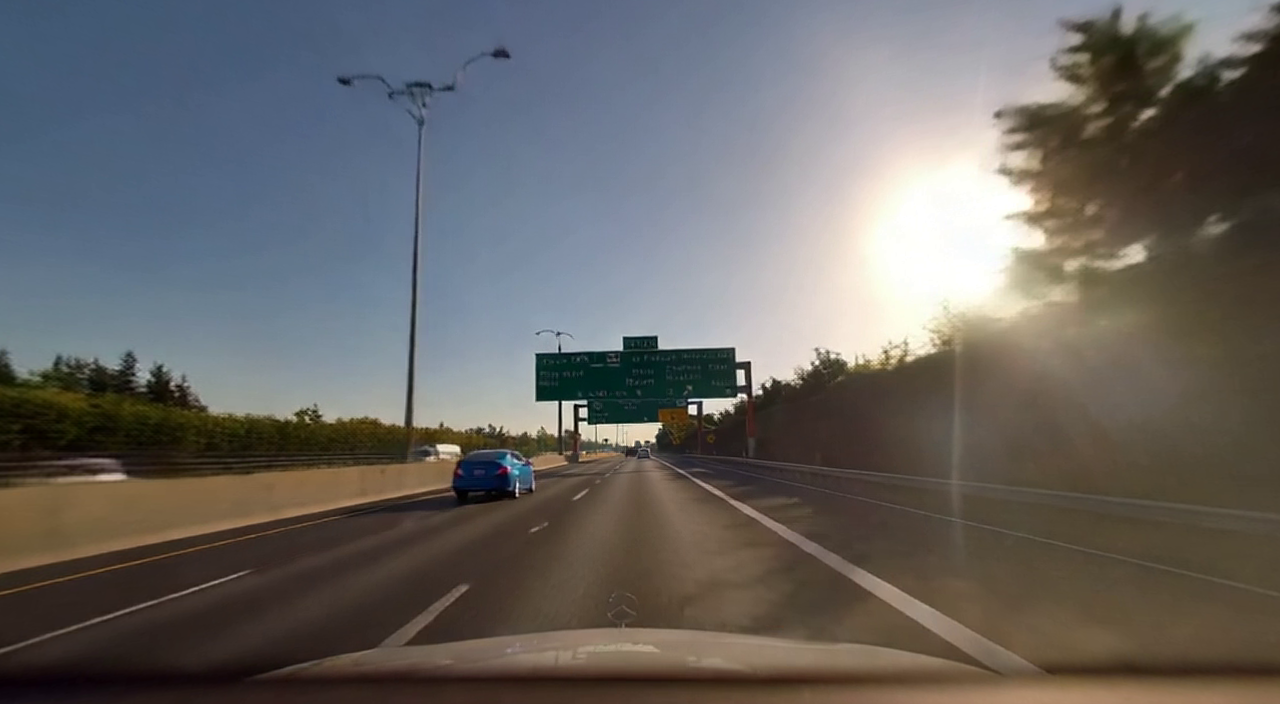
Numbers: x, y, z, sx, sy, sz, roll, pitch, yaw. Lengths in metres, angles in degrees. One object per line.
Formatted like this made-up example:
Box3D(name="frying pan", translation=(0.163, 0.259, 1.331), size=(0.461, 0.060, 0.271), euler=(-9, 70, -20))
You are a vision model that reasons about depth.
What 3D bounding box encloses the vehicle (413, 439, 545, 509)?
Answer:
Box3D(name="vehicle", translation=(-3.968, 3.103, 16.461), size=(2.160, 1.552, 4.592), euler=(0, -9, 1))
